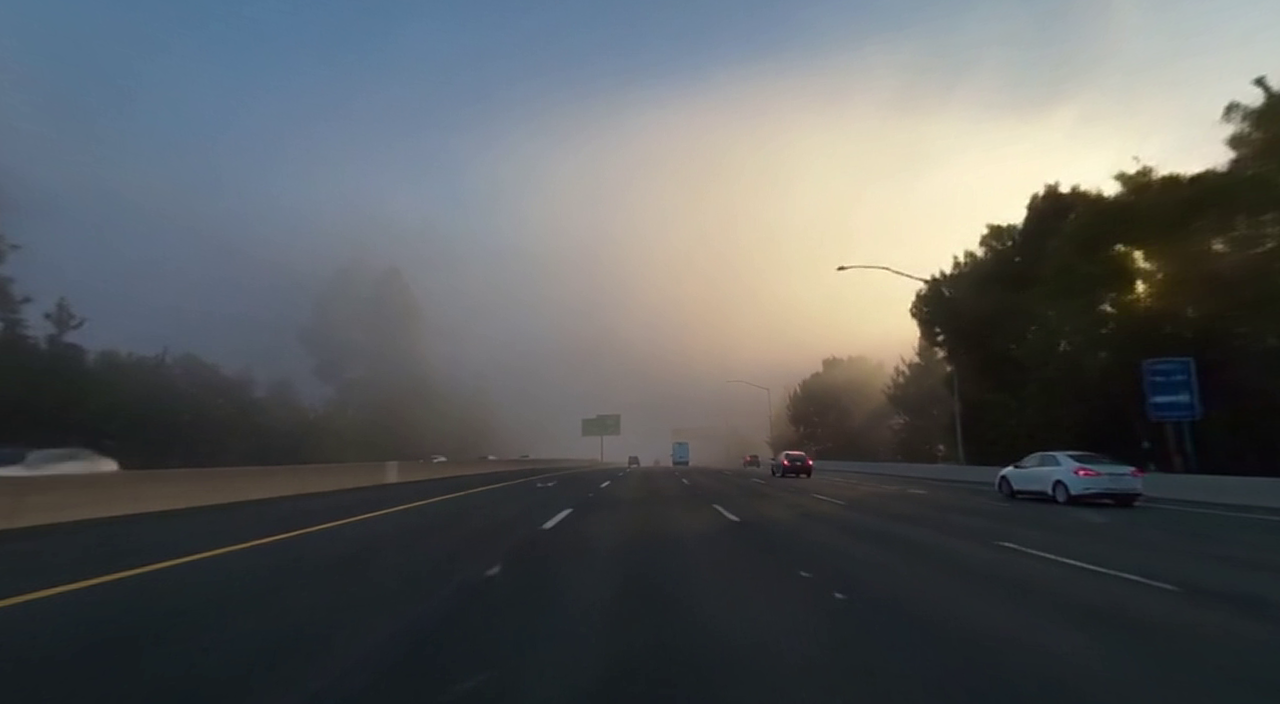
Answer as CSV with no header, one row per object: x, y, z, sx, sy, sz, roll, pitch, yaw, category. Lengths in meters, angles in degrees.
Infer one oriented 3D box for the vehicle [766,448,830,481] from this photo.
7.703,5.507,31.281,1.861,1.500,4.860,0,-9,0,vehicle

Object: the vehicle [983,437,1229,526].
9.944,2.762,14.095,2.090,1.643,4.513,0,-9,2,vehicle
